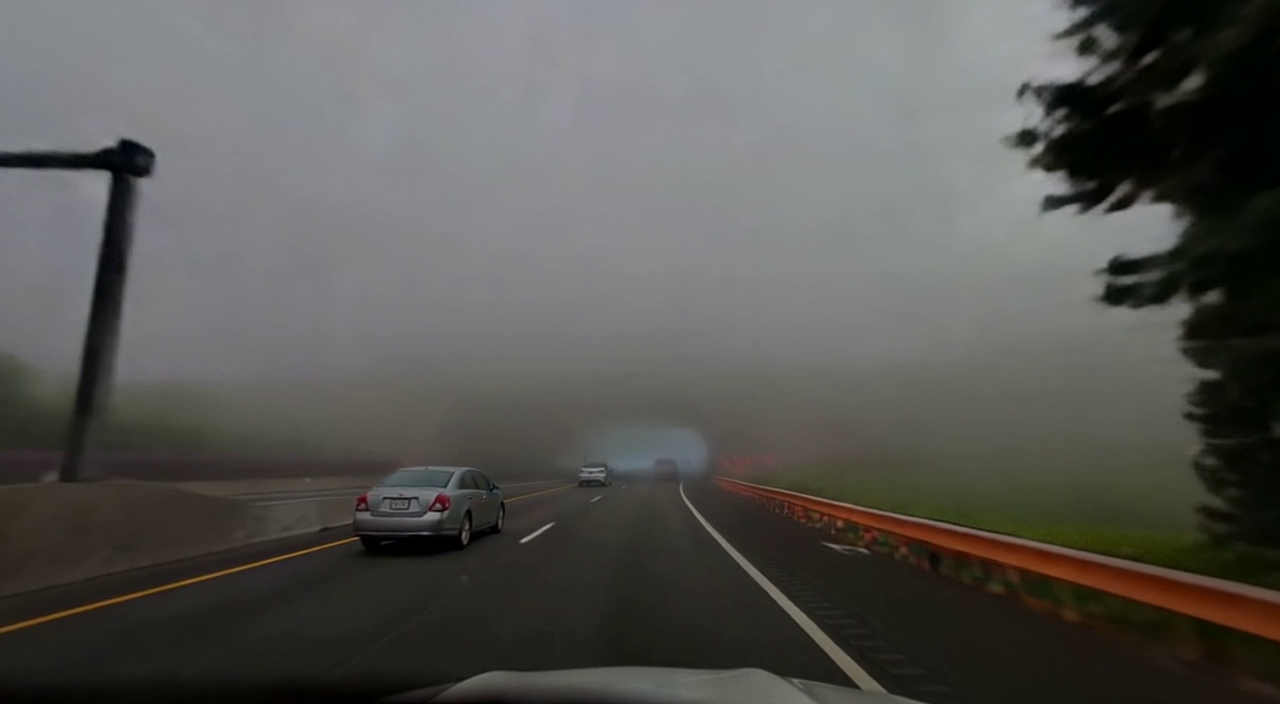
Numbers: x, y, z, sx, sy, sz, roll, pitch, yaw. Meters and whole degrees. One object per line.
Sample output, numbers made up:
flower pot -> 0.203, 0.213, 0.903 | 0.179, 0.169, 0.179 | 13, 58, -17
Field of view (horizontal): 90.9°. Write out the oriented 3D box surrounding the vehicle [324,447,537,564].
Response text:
vehicle -> -3.041, 2.331, 10.089 | 1.992, 1.466, 3.690 | 0, -10, 2
